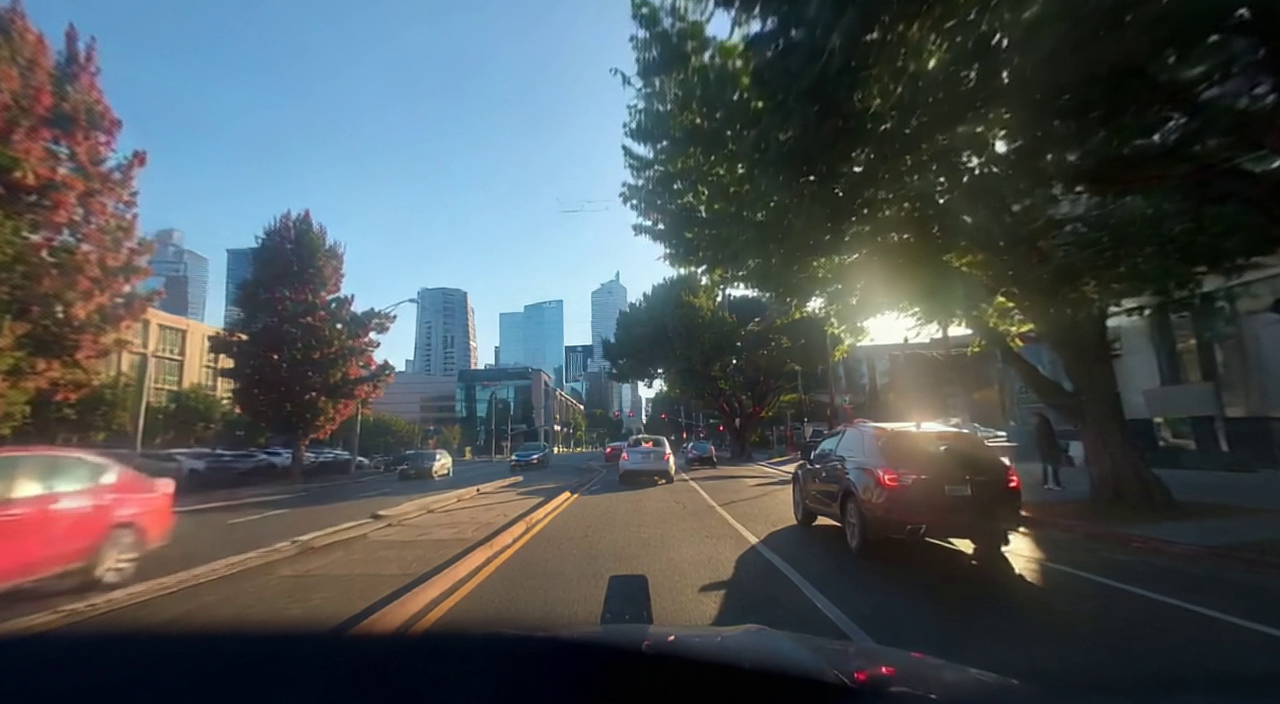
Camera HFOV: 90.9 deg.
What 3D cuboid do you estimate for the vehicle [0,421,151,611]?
[{"bbox_3d":[-6.680,1.397,5.140,1.936,1.681,4.274,0,-9,-1],"label":"vehicle"}]

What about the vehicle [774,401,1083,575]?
[{"bbox_3d":[3.354,1.689,8.586,2.024,1.711,4.512,0,-8,0],"label":"vehicle"}]

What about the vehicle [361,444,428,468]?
[{"bbox_3d":[-18.719,7.941,48.191,4.290,1.510,2.006,-3,-9,1],"label":"vehicle"}]

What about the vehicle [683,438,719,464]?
[{"bbox_3d":[3.777,6.203,39.564,1.880,1.503,4.130,0,-9,0],"label":"vehicle"}]

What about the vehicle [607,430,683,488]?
[{"bbox_3d":[0.147,3.409,20.396,2.200,1.653,4.127,0,-8,0],"label":"vehicle"}]

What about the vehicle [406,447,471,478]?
[{"bbox_3d":[-10.488,5.767,33.210,1.967,1.494,4.483,0,-9,0],"label":"vehicle"}]

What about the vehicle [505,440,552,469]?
[{"bbox_3d":[-6.774,6.270,38.775,2.008,1.638,4.552,0,-8,0],"label":"vehicle"}]
